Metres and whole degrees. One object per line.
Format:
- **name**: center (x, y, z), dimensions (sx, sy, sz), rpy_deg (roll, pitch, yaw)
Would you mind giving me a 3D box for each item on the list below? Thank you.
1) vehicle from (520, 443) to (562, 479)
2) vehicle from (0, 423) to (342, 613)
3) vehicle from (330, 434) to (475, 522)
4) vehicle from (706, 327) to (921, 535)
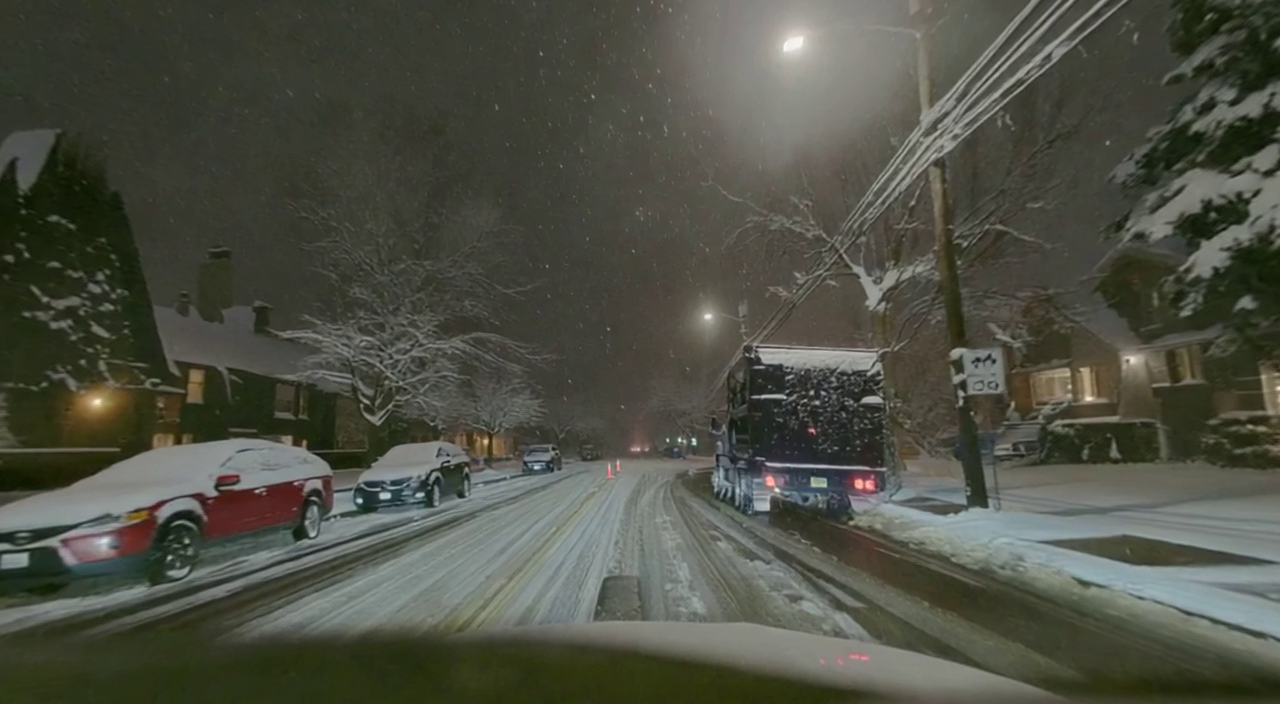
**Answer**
- **vehicle**: center (-5.722, 6.323, 37.026), dimensions (2.087, 1.835, 4.445), rpy_deg (-2, -7, -5)
- **vehicle**: center (-6.493, 2.066, 8.860), dimensions (2.312, 1.790, 5.067), rpy_deg (-4, -8, -2)
- **vehicle**: center (-6.209, 3.293, 17.195), dimensions (2.210, 1.849, 4.638), rpy_deg (-5, -8, -1)
- **vehicle**: center (3.189, 1.760, 13.798), dimensions (2.750, 3.440, 6.535), rpy_deg (0, -8, 0)
